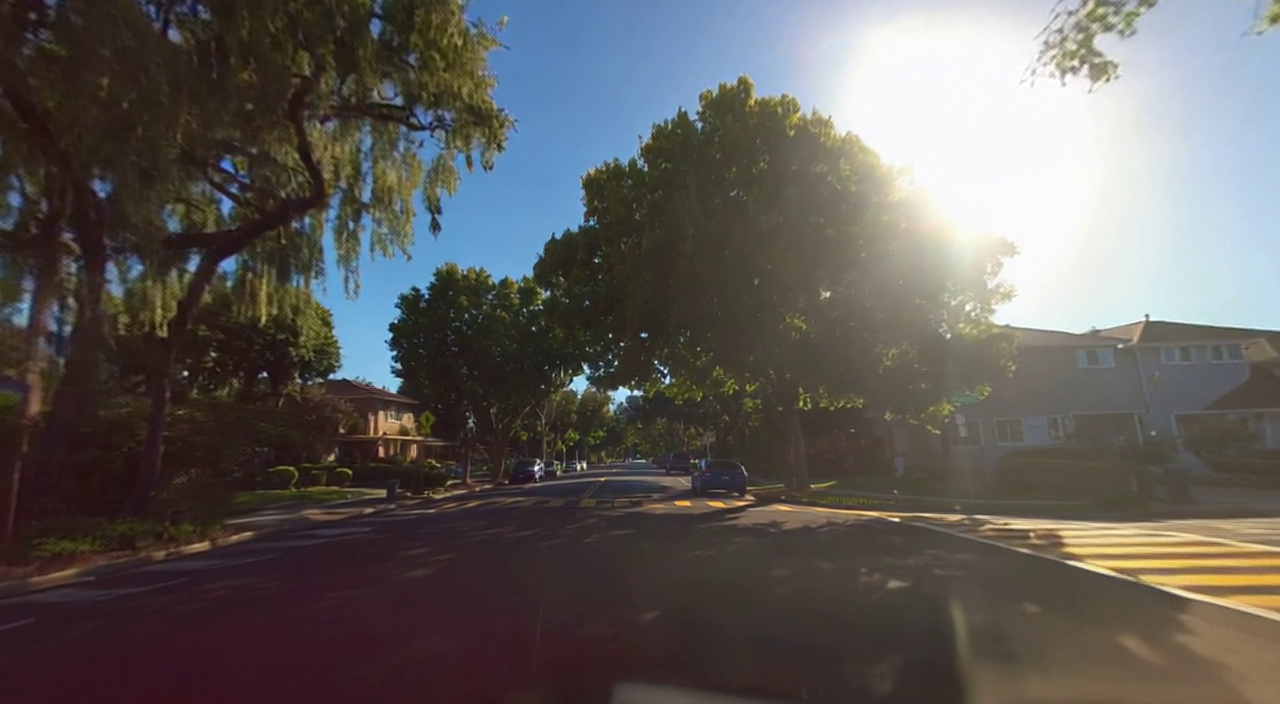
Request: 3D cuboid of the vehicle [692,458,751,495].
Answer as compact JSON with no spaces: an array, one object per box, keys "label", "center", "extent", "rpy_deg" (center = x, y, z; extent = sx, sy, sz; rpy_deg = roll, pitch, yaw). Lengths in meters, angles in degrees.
[{"label":"vehicle","center":[3.627,5.652,28.993],"extent":[1.961,1.472,4.434],"rpy_deg":[0,-9,-2]}]
